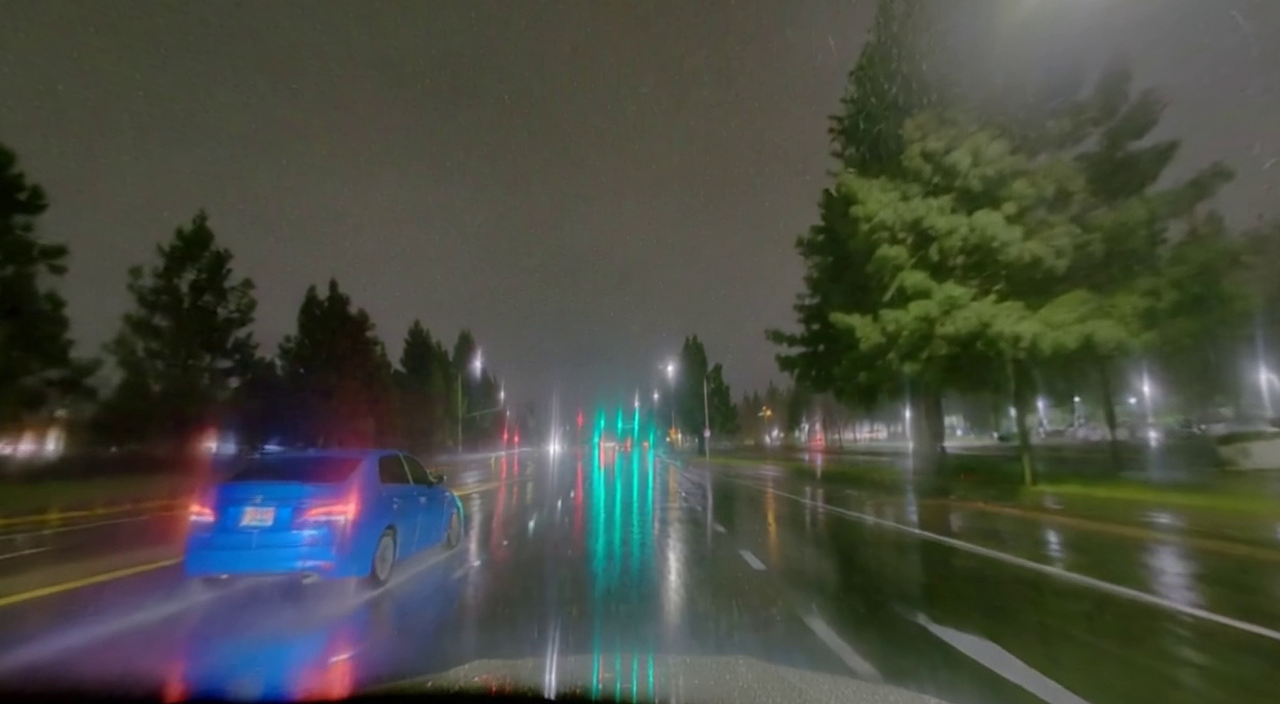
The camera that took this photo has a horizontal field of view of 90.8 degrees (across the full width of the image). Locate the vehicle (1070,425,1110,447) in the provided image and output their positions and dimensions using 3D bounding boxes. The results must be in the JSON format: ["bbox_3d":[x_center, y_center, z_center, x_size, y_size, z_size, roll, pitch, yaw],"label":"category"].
[{"bbox_3d":[31.344,5.846,44.064,1.690,1.378,3.826,-6,-9,27],"label":"vehicle"}]

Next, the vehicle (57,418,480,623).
[{"bbox_3d":[-3.239,1.537,6.710,1.964,1.472,4.078,0,-9,0],"label":"vehicle"}]

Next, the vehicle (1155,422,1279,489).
[{"bbox_3d":[15.228,2.421,14.987,4.401,1.465,1.935,0,-8,-4],"label":"vehicle"}]
